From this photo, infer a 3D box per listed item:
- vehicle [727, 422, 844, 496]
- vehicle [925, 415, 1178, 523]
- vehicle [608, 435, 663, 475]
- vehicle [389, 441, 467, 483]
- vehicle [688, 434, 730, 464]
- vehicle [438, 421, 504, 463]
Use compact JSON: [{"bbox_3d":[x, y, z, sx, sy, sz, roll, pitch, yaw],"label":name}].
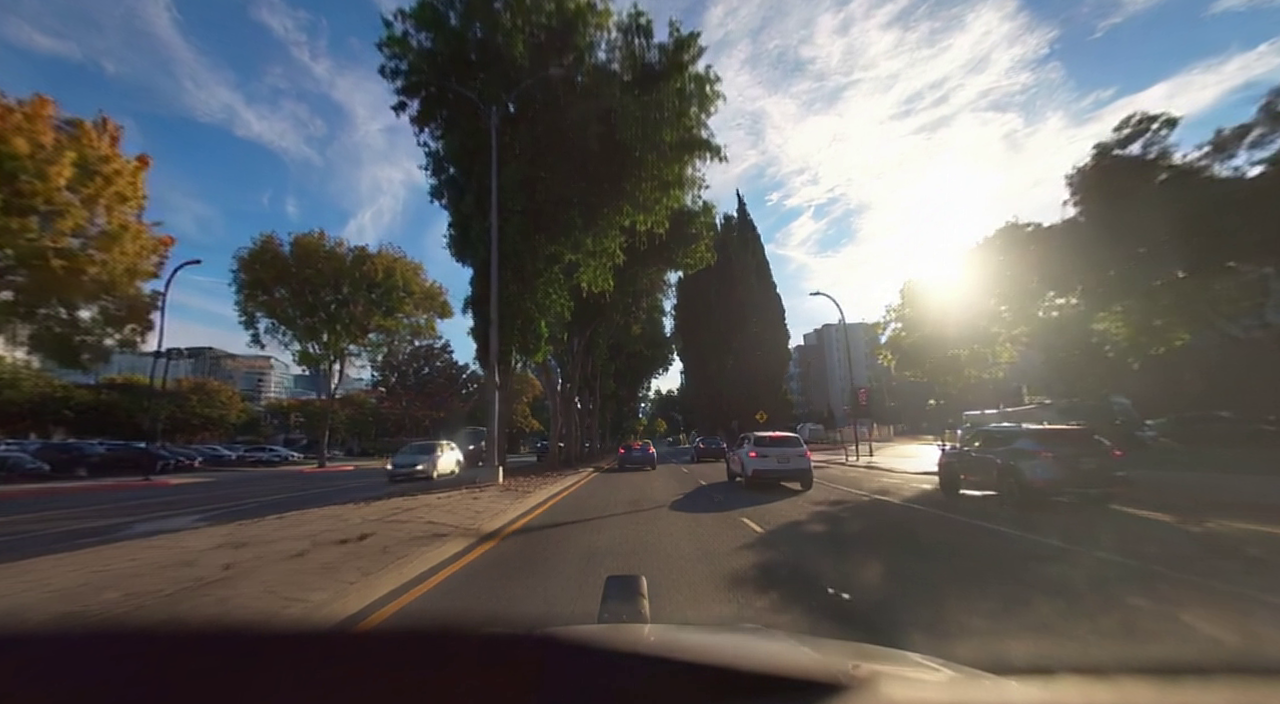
[{"bbox_3d":[3.736,2.858,16.987,2.130,1.718,4.310,0,-9,0],"label":"vehicle"},{"bbox_3d":[7.643,2.221,12.377,2.008,1.714,4.407,0,-9,1],"label":"vehicle"},{"bbox_3d":[-0.141,4.266,26.122,2.111,1.506,4.018,0,-9,1],"label":"vehicle"},{"bbox_3d":[-7.844,4.091,23.546,1.617,1.448,3.609,0,-9,1],"label":"vehicle"},{"bbox_3d":[4.116,5.899,38.135,1.982,1.709,4.427,0,-9,0],"label":"vehicle"},{"bbox_3d":[-10.930,5.929,41.083,2.585,2.507,5.743,0,-9,1],"label":"vehicle"}]
